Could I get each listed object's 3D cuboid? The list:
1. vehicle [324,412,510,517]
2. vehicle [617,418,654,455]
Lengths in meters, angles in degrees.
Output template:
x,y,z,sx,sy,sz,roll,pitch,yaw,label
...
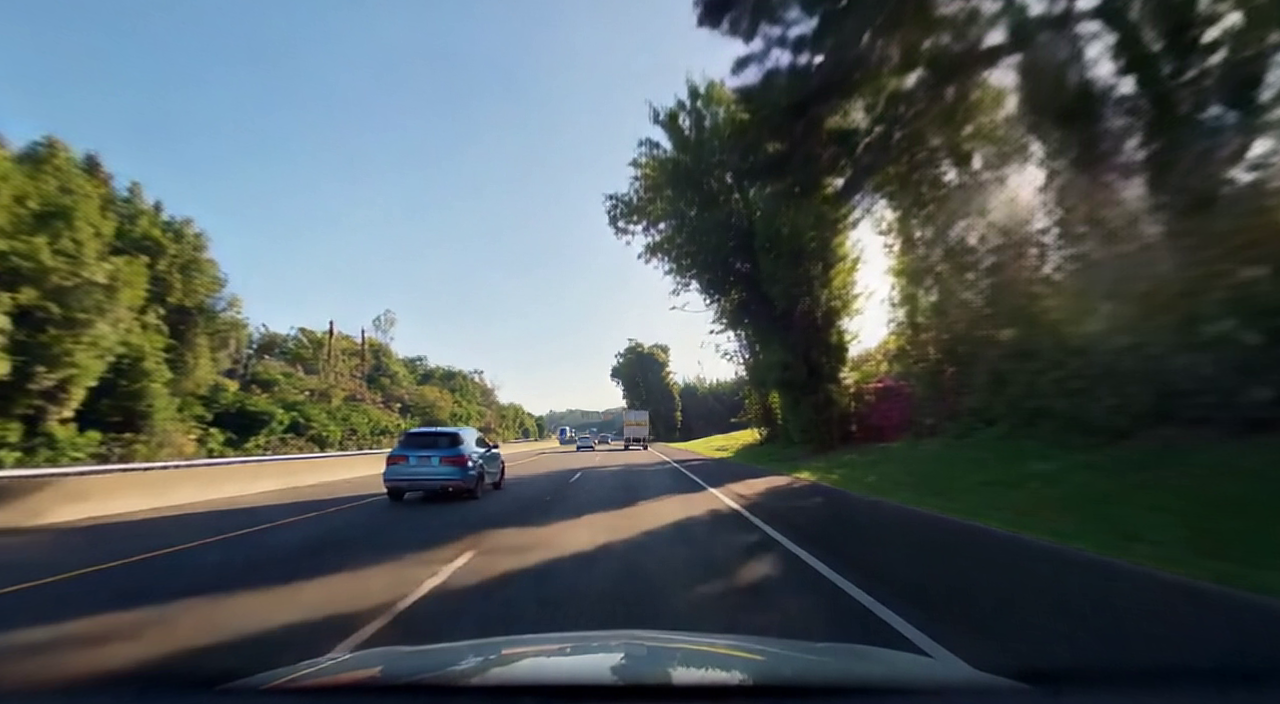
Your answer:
x,y,z,sx,sy,sz,roll,pitch,yaw,label
-3.986,2.069,12.204,2.045,1.655,4.301,0,-8,0,vehicle
-0.359,6.208,46.413,2.526,2.531,5.026,0,-8,-1,vehicle
